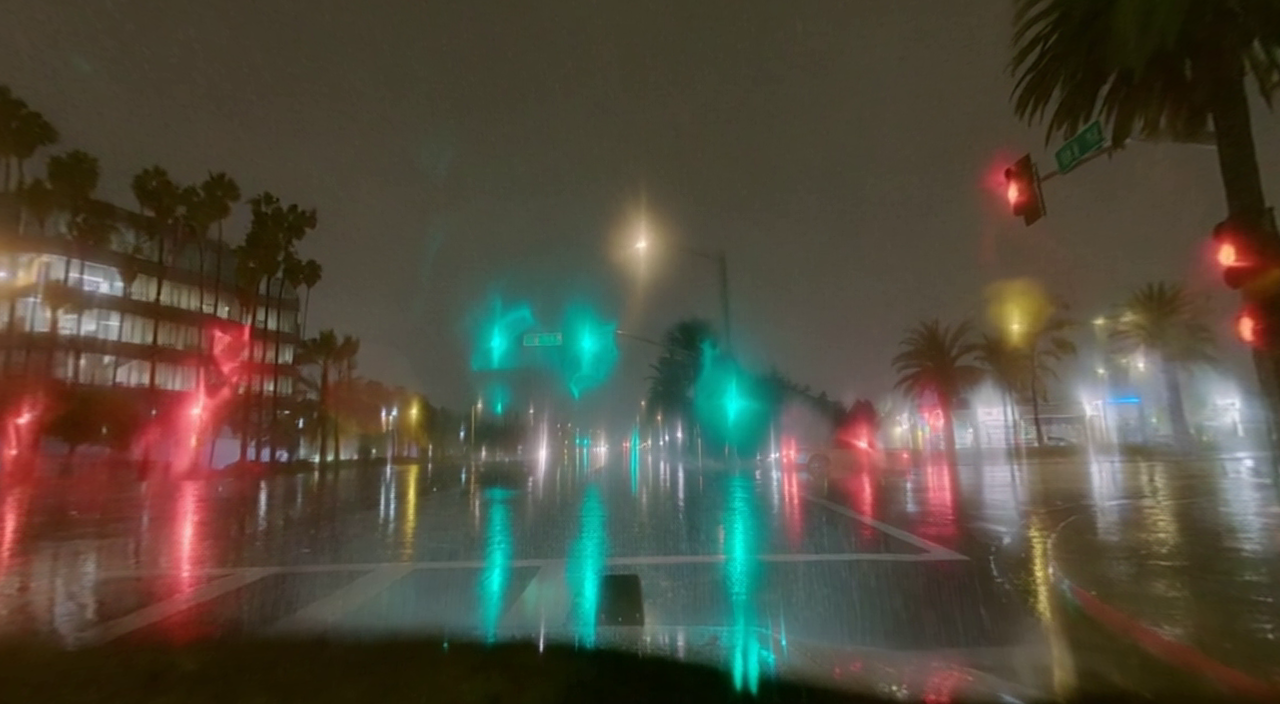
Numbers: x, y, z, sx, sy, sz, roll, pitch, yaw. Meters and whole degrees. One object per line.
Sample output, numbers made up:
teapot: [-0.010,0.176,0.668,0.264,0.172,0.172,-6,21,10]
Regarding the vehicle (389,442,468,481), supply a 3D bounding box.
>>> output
vehicle: [-10.740,5.583,32.374,2.270,1.833,4.860,0,-9,1]
